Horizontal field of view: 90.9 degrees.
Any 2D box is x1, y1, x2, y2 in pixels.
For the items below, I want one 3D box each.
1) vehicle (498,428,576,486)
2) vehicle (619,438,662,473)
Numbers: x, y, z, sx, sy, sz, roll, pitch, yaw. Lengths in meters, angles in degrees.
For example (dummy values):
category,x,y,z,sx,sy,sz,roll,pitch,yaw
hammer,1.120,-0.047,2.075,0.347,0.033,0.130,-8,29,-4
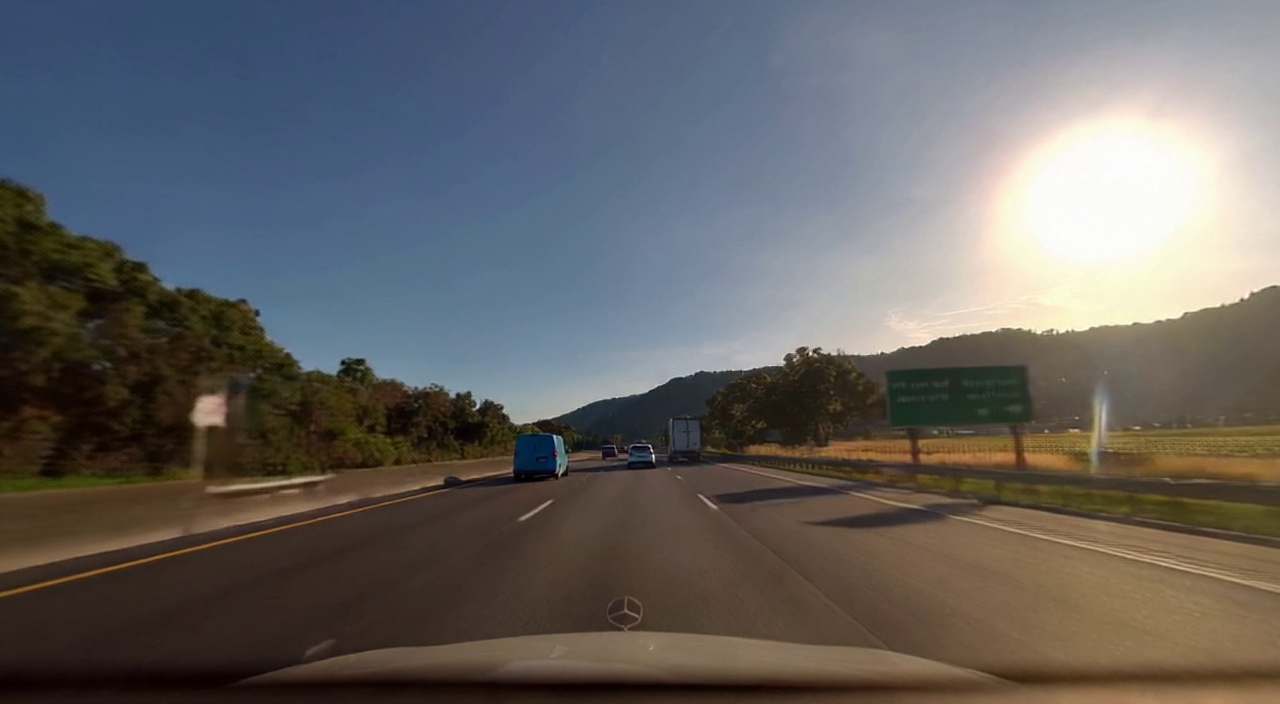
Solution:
category,x,y,z,sx,sy,sz,roll,pitch,yaw
vehicle,-3.885,4.087,24.725,2.167,1.991,5.062,0,-9,0
vehicle,0.039,5.687,34.729,2.209,1.825,4.036,0,-9,0
